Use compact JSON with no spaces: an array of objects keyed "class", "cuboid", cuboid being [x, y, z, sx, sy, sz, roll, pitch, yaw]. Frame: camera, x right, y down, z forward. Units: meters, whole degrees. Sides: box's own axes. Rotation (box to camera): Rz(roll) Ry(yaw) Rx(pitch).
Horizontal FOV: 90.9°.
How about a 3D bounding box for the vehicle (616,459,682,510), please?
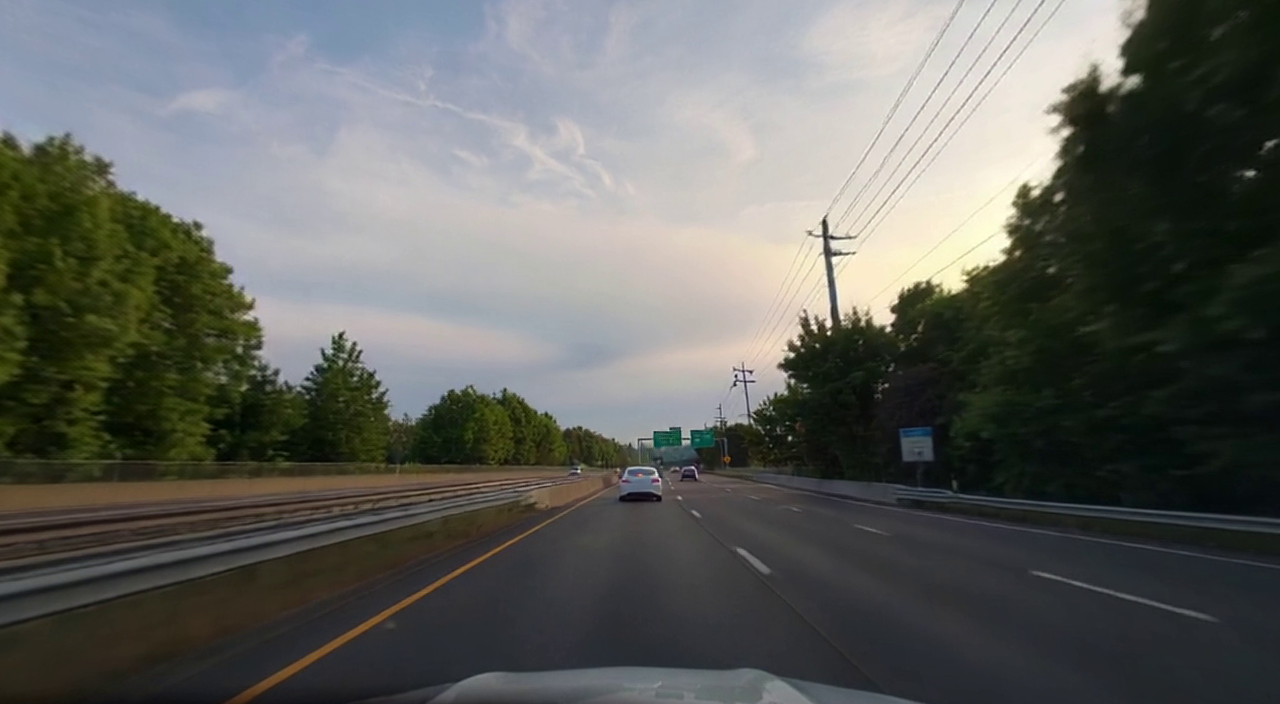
[{"class":"vehicle","cuboid":[0.280,4.354,20.959,1.987,1.480,3.786,1,-10,0]}]
